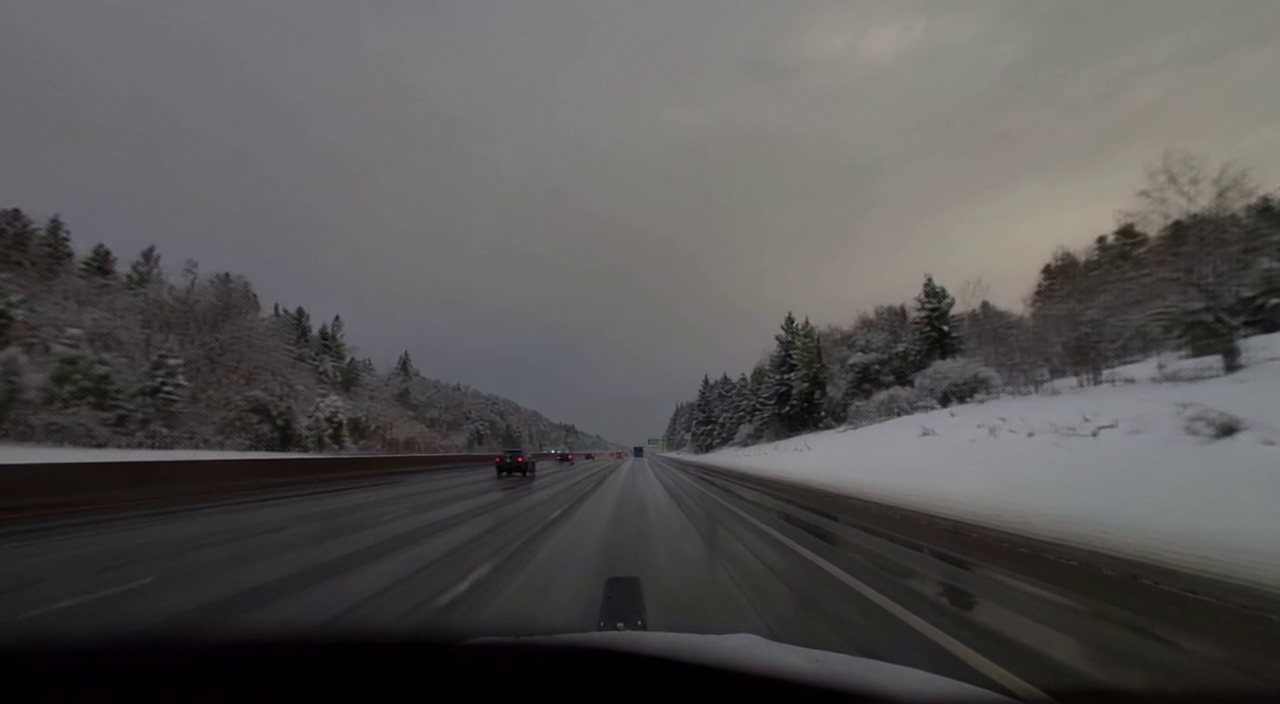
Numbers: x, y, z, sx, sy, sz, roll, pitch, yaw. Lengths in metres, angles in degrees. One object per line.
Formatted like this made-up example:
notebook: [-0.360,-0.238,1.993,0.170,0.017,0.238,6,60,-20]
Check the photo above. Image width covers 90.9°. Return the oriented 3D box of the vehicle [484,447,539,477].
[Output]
vehicle: [-6.946,5.992,34.628,2.015,1.483,4.626,0,-9,0]
